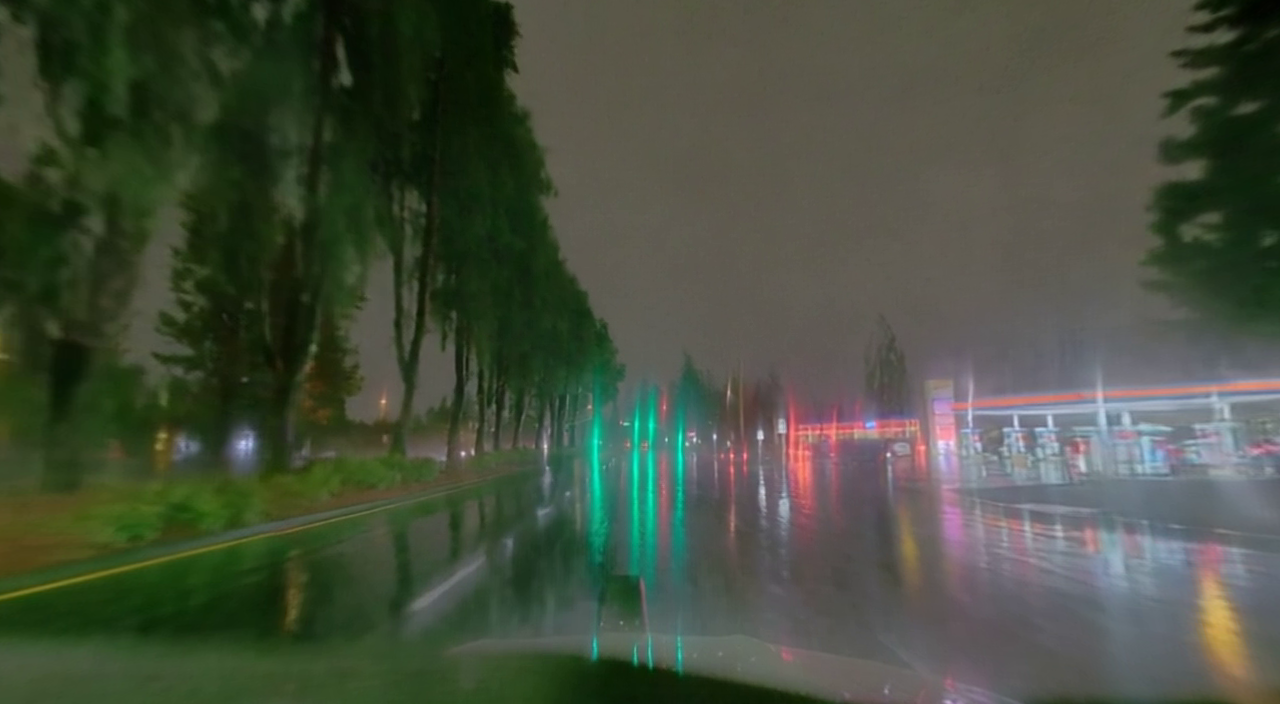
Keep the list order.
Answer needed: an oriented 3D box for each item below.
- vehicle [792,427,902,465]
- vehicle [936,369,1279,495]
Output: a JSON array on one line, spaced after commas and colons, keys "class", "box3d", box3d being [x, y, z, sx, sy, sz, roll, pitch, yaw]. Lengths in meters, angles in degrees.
[{"class": "vehicle", "box3d": [13.089, 5.983, 40.283, 6.063, 2.313, 2.534, 0, -8, 1]}, {"class": "vehicle", "box3d": [14.228, 2.422, 18.971, 9.127, 3.409, 2.992, 0, -8, -2]}]
